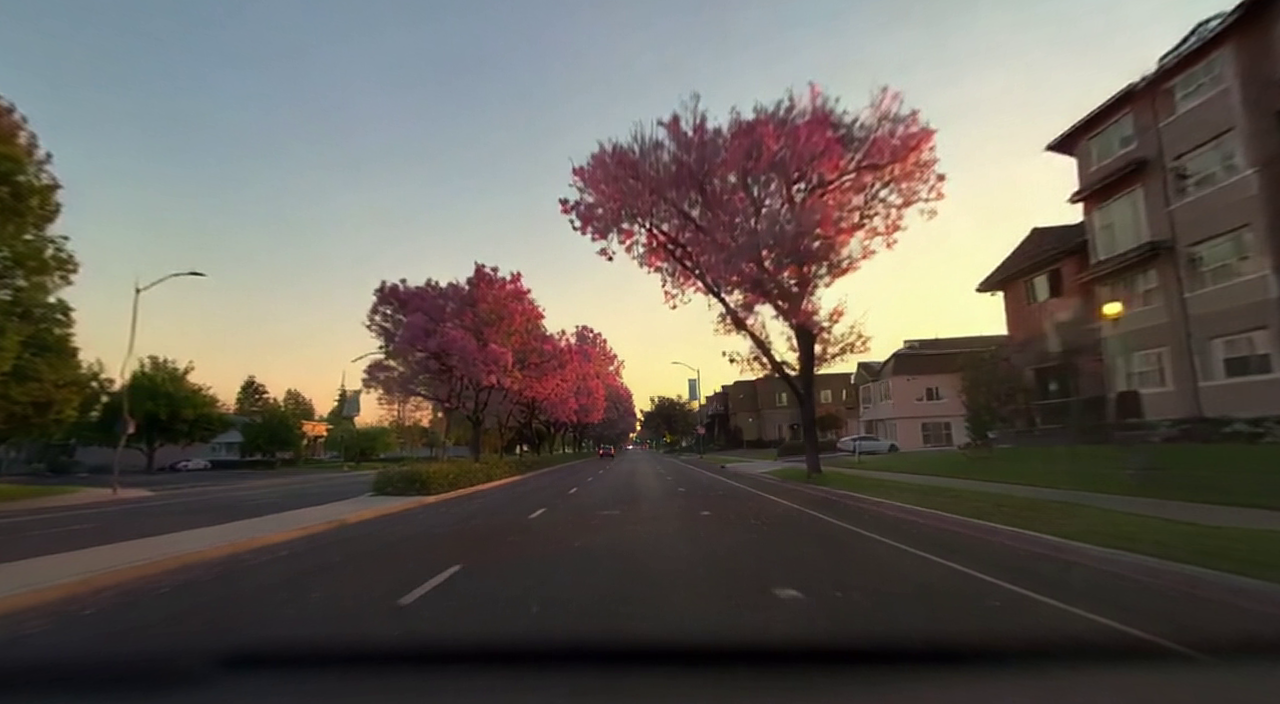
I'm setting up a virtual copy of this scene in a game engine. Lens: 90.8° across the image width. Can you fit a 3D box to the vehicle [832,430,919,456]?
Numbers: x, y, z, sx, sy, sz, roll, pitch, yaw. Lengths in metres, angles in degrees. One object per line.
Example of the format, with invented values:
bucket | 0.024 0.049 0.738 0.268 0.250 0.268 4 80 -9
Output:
vehicle | 15.184 5.889 40.963 4.877 1.592 1.913 -1 -9 2
